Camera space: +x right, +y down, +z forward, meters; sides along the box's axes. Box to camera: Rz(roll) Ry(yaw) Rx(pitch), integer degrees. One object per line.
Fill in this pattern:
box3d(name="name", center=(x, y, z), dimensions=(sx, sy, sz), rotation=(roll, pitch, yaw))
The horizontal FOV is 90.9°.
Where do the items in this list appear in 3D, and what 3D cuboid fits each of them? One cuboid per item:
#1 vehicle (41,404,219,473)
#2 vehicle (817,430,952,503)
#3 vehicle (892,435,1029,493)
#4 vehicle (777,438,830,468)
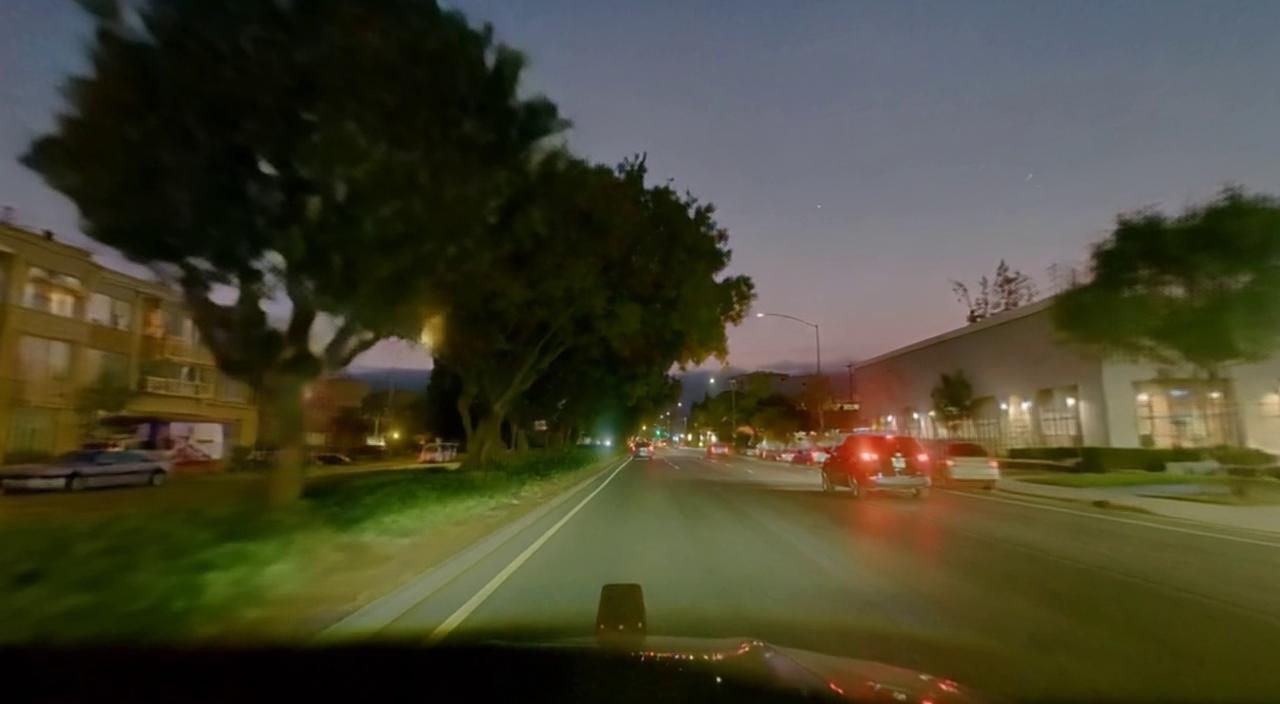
box3d(name="vehicle", center=(-25.946, 4.453, 32.354), dimensions=(6.540, 3.375, 2.751), rotation=(0, -8, 0))
box3d(name="vehicle", center=(6.168, 2.923, 16.460), dimensions=(2.072, 1.669, 3.836), rotation=(0, -8, 2))
box3d(name="vehicle", center=(10.761, 3.767, 21.674), dimensions=(2.244, 1.754, 4.791), rotation=(0, -8, 1))
box3d(name="vehicle", center=(10.678, 6.625, 41.559), dimensions=(2.096, 1.780, 5.128), rotation=(0, -8, 0))
